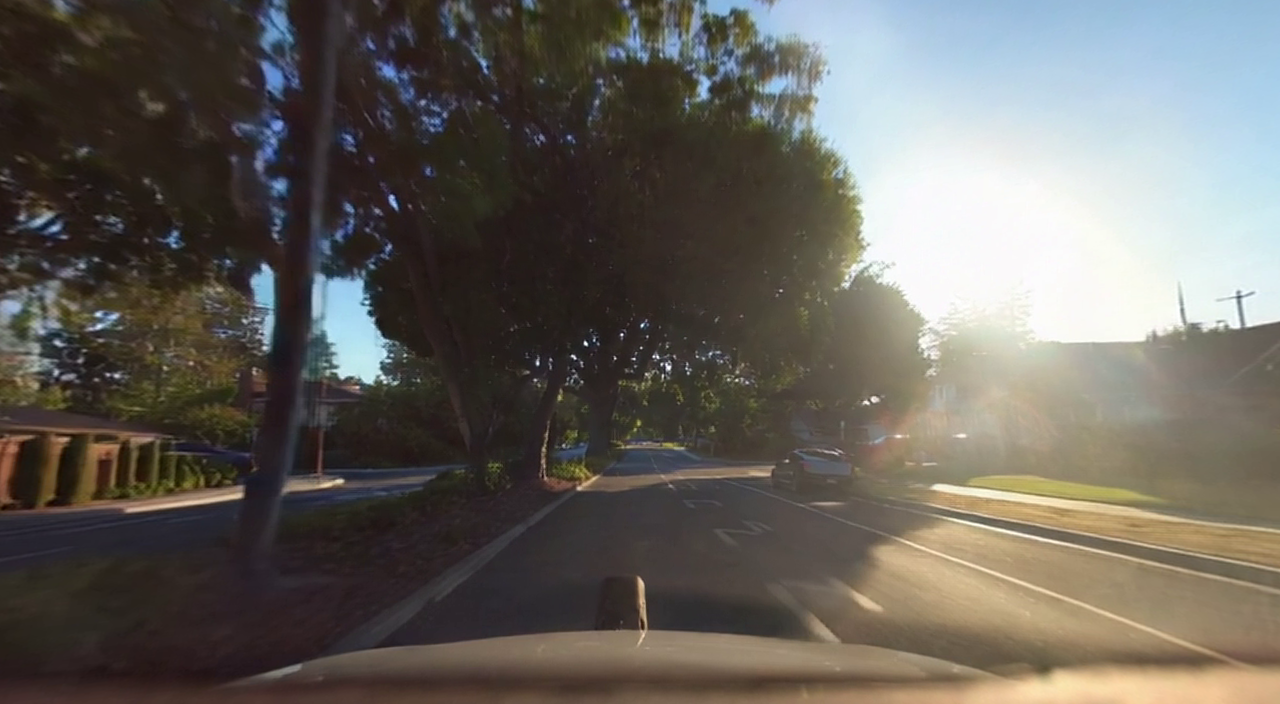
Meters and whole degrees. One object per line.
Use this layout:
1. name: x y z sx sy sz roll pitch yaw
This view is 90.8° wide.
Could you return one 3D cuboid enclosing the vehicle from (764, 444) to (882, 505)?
1. vehicle: 4.970 3.358 17.859 1.904 1.475 4.386 0 -8 -2
